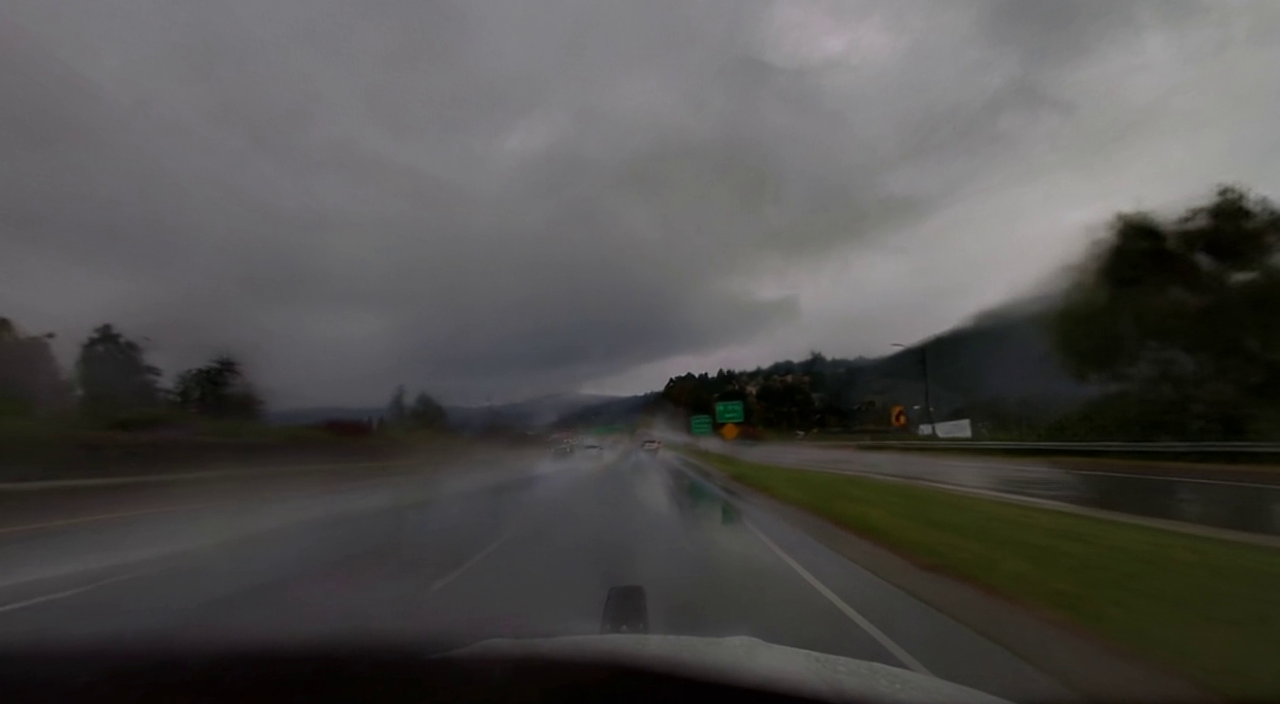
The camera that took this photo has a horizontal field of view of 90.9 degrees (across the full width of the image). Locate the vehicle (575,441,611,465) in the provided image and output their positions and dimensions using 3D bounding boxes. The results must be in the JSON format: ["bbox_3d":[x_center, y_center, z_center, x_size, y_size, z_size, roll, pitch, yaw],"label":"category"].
[{"bbox_3d":[-3.166,6.893,43.202,2.112,1.489,4.266,0,-8,0],"label":"vehicle"}]
